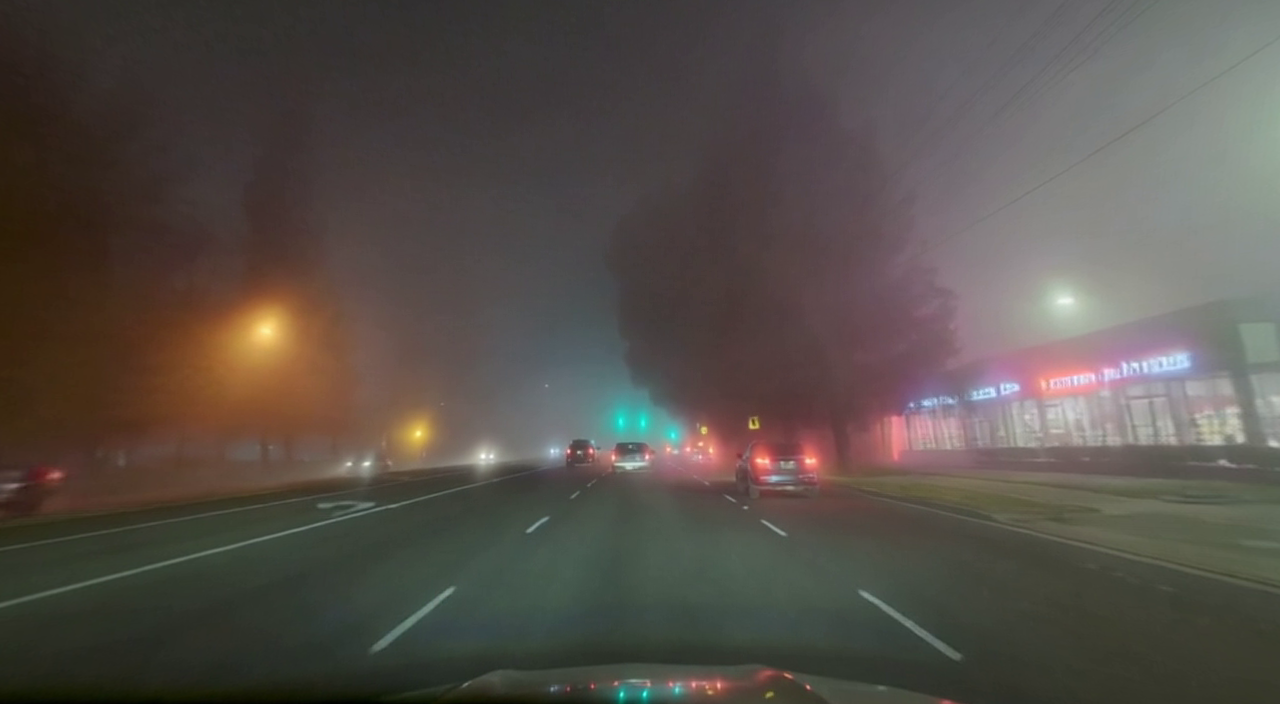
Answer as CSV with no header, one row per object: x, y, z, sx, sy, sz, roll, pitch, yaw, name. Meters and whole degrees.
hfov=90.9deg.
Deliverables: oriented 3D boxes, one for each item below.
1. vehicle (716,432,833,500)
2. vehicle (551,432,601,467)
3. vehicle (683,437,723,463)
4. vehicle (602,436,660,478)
3.206,2.813,15.994,1.948,1.474,4.360,0,-8,-1,vehicle
-3.278,5.114,33.131,2.023,1.720,4.452,0,-8,1,vehicle
3.774,5.941,38.334,1.913,1.463,4.198,0,-8,-1,vehicle
-0.262,3.974,24.085,1.971,1.433,3.923,-1,-8,3,vehicle
